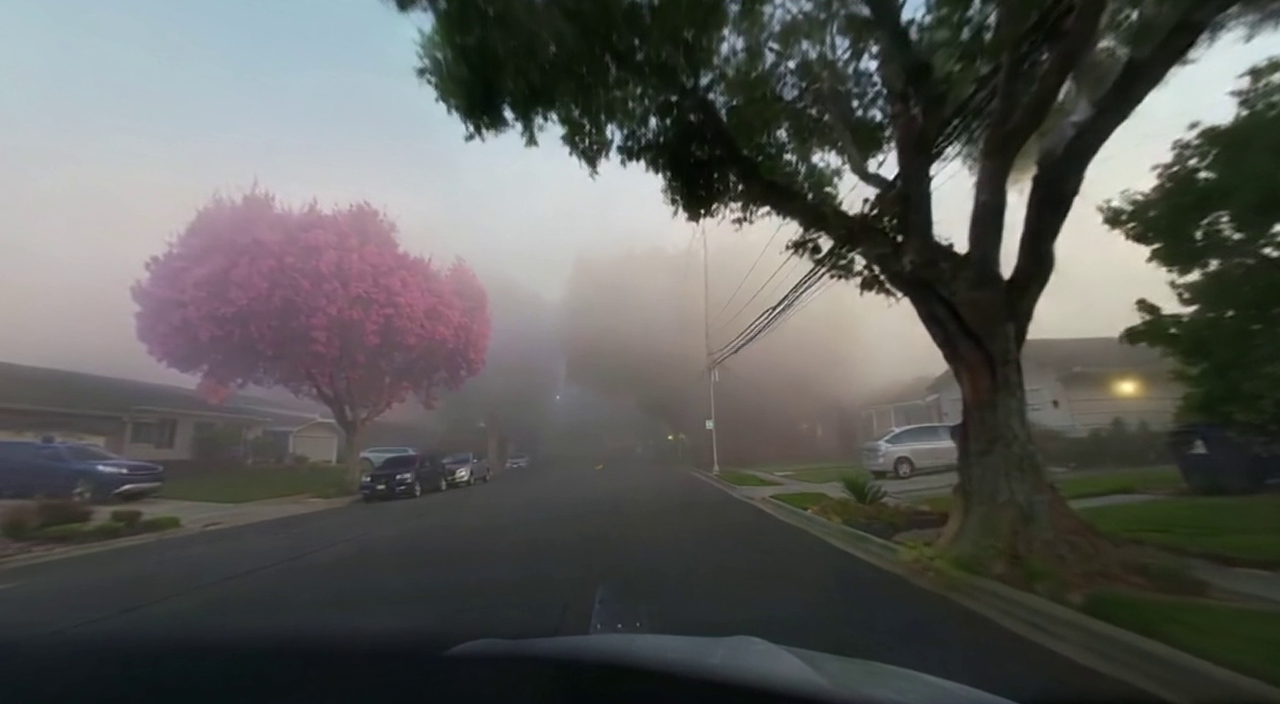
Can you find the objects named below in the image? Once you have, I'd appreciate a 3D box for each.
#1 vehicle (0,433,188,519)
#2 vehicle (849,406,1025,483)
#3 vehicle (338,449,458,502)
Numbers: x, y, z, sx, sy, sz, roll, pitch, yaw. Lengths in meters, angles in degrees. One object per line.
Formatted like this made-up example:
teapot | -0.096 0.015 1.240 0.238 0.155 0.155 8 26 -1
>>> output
vehicle | -14.325 3.006 15.666 4.538 1.687 1.955 4 -9 -1
vehicle | 8.550 2.710 18.478 4.025 1.738 1.920 -5 -9 -1
vehicle | -7.660 3.916 20.550 2.034 1.493 4.524 0 -9 1
